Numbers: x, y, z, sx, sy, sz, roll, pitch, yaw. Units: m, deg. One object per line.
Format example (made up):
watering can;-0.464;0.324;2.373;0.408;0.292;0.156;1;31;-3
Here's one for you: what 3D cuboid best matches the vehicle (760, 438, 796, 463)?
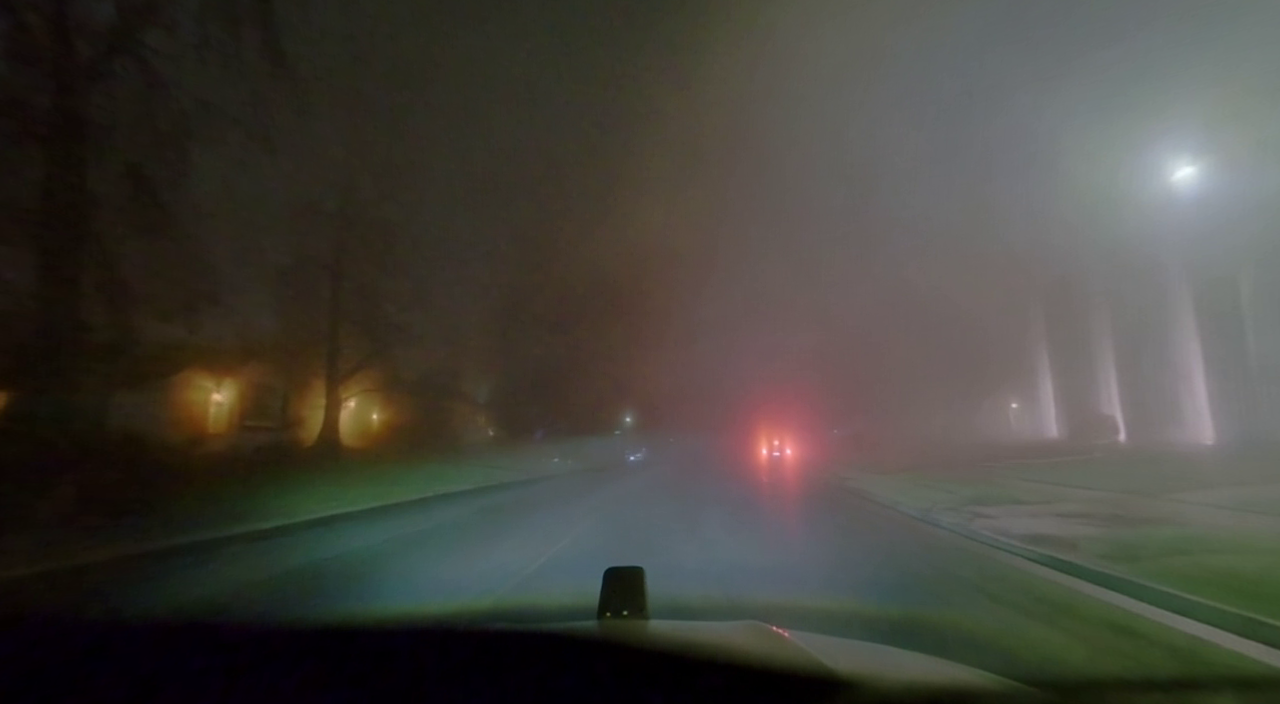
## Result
vehicle;8.755;6.271;40.239;2.129;1.490;4.369;-2;-9;11
